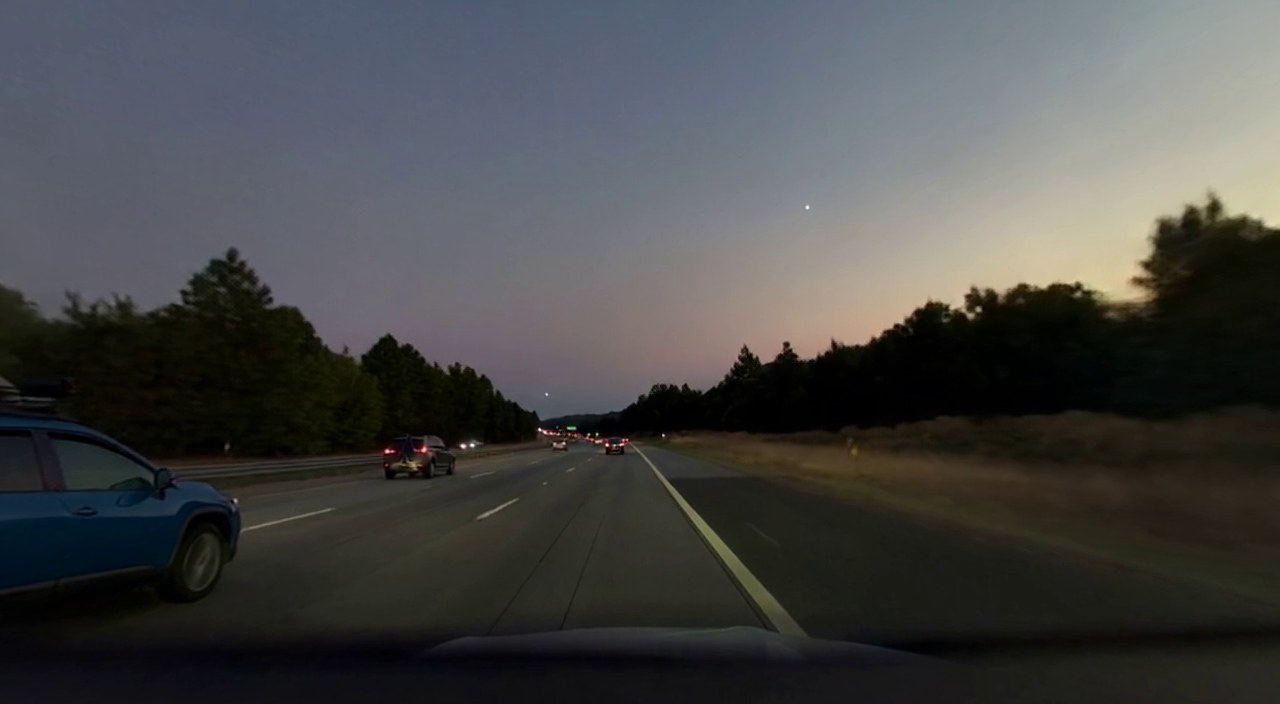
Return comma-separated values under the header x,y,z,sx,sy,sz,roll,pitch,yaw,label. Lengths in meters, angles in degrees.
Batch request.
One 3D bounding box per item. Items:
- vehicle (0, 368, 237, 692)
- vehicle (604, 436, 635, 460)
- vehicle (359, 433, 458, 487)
x,y,z,sx,sy,sz,roll,pitch,yaw,label
-4.504,0.925,3.070,2.069,1.748,4.652,0,-8,-1,vehicle
-1.494,7.077,46.706,2.178,1.658,3.916,0,-8,-1,vehicle
-8.225,3.843,22.823,1.964,1.745,4.338,0,-8,-1,vehicle
